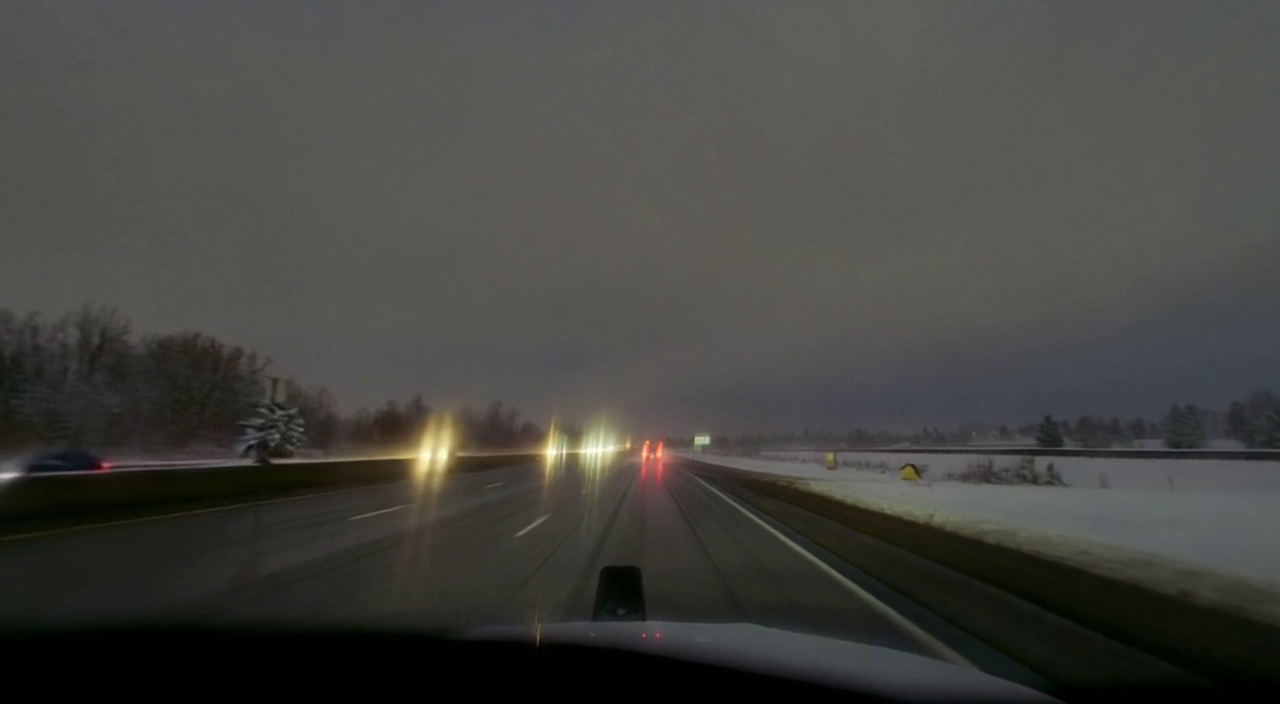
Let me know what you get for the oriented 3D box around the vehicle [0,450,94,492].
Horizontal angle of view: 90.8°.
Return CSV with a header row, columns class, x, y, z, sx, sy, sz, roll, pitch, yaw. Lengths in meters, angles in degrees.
class,x,y,z,sx,sy,sz,roll,pitch,yaw
vehicle,-24.132,4.546,24.317,2.148,1.493,4.415,0,-9,1
